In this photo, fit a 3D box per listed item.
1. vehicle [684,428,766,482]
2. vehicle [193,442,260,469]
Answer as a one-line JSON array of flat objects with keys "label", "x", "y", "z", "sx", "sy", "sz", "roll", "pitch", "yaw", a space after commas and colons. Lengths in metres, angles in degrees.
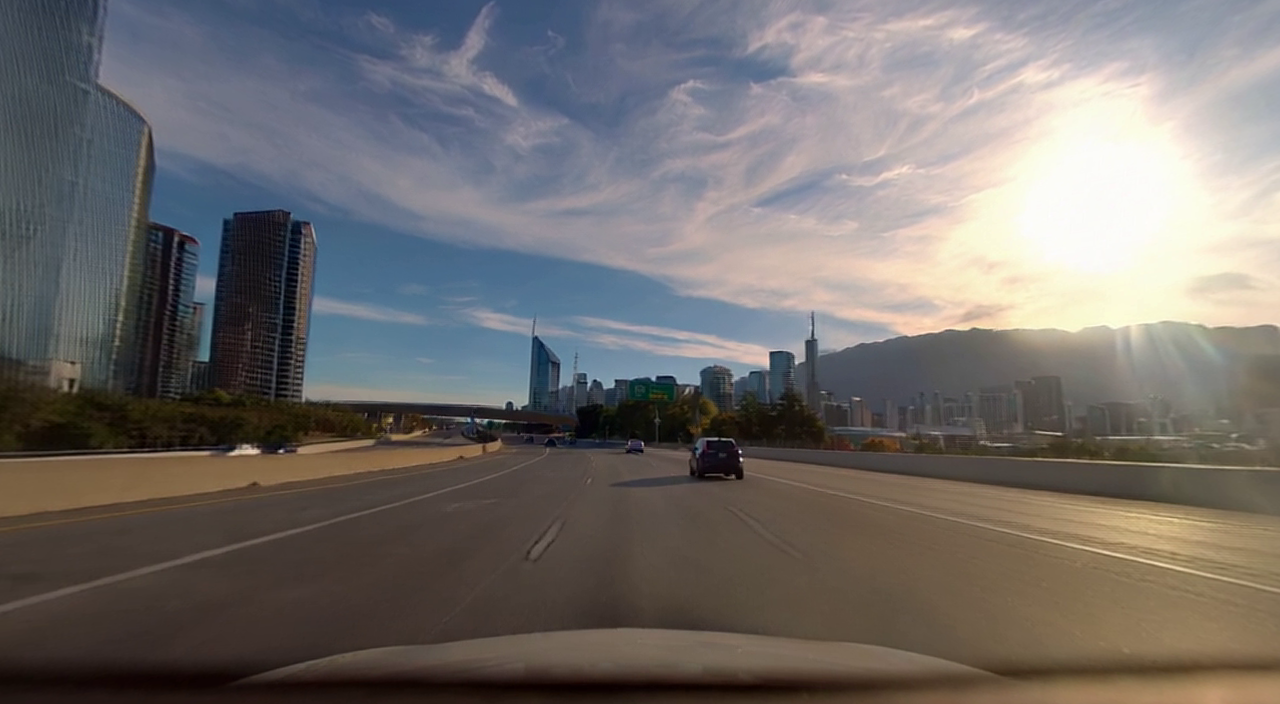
[{"label": "vehicle", "x": 3.004, "y": 3.785, "z": 23.436, "sx": 2.110, "sy": 1.780, "sz": 4.682, "roll": 0, "pitch": -8, "yaw": -3}, {"label": "vehicle", "x": -26.854, "y": 6.694, "z": 41.191, "sx": 1.822, "sy": 1.634, "sz": 4.060, "roll": 0, "pitch": -8, "yaw": -5}]
